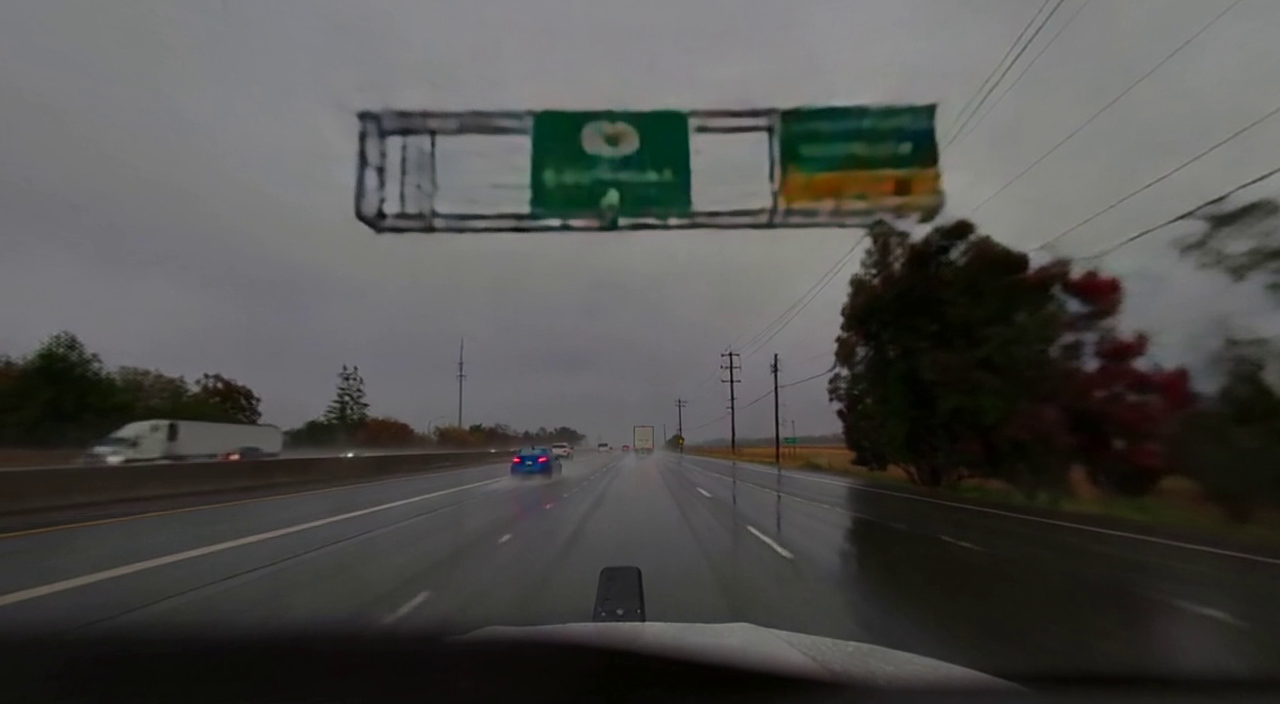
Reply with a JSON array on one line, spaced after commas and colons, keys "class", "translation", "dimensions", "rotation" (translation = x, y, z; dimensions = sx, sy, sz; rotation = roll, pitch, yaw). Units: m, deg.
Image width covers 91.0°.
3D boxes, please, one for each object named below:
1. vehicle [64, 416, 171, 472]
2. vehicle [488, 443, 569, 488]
[{"class": "vehicle", "translation": [-39.769, 7.078, 48.263], "dimensions": [2.850, 3.973, 5.923], "rotation": [0, -9, 0]}, {"class": "vehicle", "translation": [-4.026, 4.168, 23.543], "dimensions": [2.104, 1.501, 4.459], "rotation": [0, -9, 1]}]
